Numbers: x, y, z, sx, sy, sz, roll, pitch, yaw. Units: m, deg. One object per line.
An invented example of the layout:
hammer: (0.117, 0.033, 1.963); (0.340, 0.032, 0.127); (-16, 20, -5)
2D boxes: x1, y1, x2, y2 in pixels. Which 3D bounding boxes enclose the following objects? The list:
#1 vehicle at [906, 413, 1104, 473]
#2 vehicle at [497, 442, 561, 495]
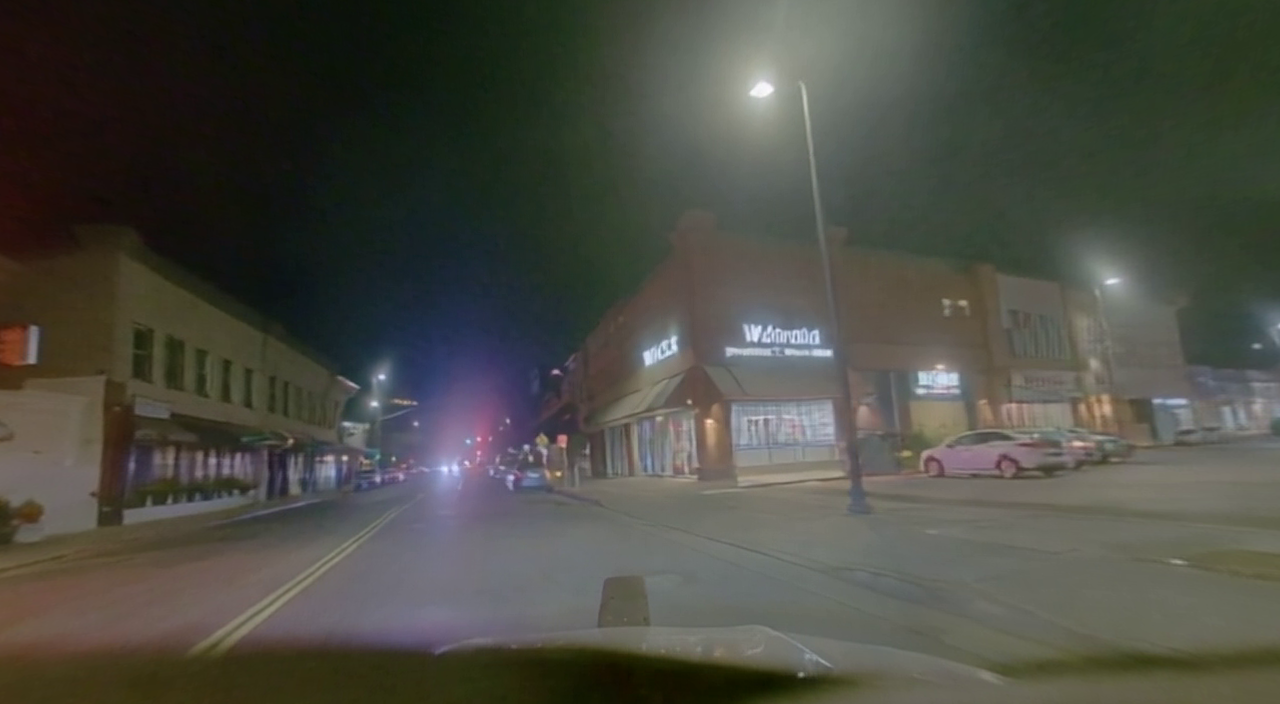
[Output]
vehicle: (11.079, 2.889, 19.508); (1.869, 1.618, 4.814); (6, -12, -40)
vehicle: (-4.932, 5.031, 27.512); (2.150, 2.013, 4.748); (1, -9, -17)
